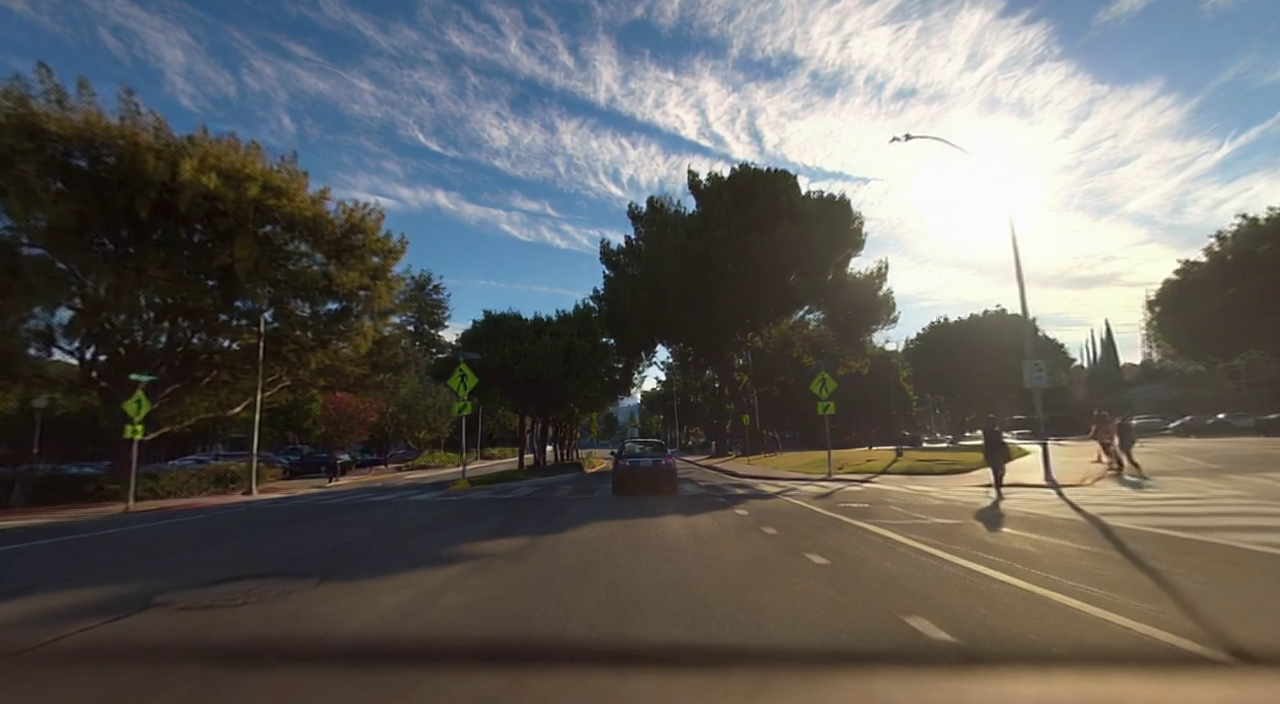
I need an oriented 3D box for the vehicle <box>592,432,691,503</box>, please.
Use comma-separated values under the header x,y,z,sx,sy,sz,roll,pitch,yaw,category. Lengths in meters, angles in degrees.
x,y,z,sx,sy,sz,roll,pitch,yaw,category
-0.042,2.935,16.465,2.221,1.570,4.398,0,-8,-2,vehicle
